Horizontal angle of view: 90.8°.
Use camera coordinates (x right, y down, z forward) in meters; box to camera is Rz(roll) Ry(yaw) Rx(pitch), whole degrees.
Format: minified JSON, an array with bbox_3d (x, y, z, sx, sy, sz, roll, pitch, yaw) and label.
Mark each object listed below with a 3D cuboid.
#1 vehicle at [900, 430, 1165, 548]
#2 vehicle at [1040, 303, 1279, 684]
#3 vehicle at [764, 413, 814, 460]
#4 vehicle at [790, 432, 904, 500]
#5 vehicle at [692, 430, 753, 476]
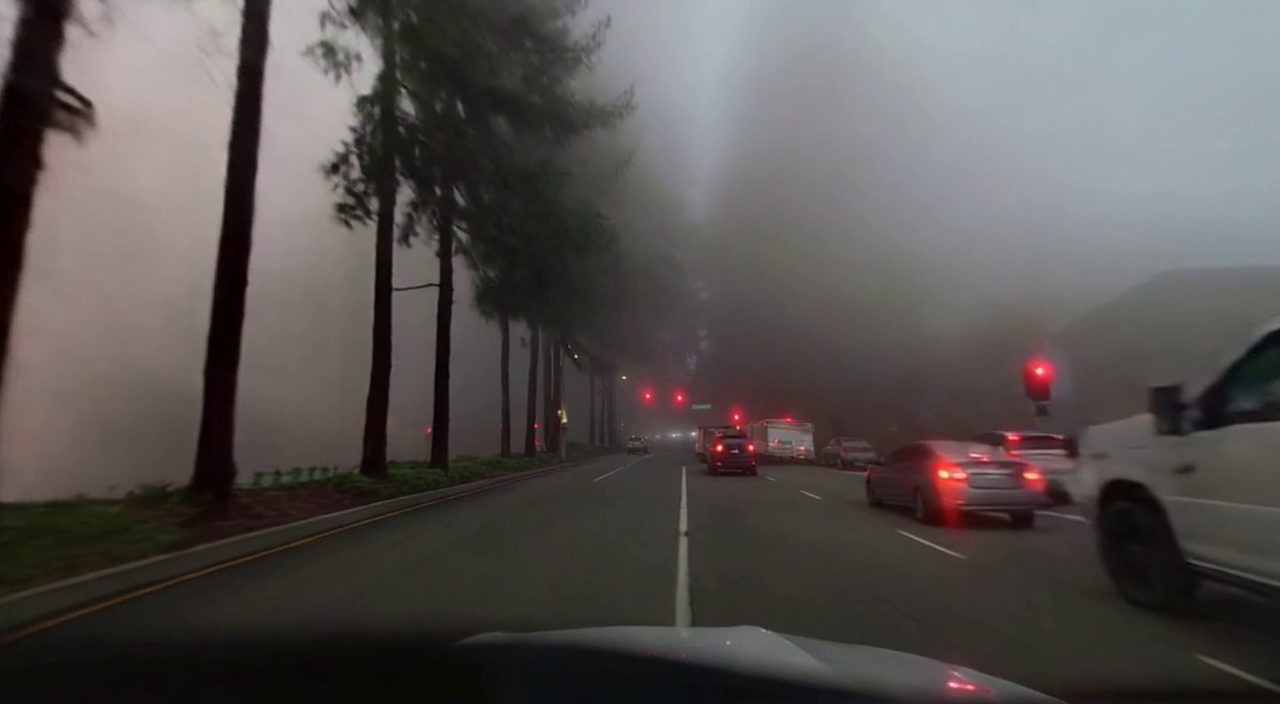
[{"bbox_3d":[5.853,2.048,10.127,1.915,1.480,3.925,-1,-8,4],"label":"vehicle"},{"bbox_3d":[4.626,0.646,2.541,2.268,2.090,6.113,-1,-8,3],"label":"vehicle"},{"bbox_3d":[7.852,4.521,33.575,1.933,2.309,3.468,-1,-8,3],"label":"vehicle"},{"bbox_3d":[6.060,3.321,19.151,1.803,1.754,4.480,-1,-7,-1],"label":"vehicle"},{"bbox_3d":[3.254,4.094,25.835,2.052,1.693,4.554,0,-8,2],"label":"vehicle"}]
